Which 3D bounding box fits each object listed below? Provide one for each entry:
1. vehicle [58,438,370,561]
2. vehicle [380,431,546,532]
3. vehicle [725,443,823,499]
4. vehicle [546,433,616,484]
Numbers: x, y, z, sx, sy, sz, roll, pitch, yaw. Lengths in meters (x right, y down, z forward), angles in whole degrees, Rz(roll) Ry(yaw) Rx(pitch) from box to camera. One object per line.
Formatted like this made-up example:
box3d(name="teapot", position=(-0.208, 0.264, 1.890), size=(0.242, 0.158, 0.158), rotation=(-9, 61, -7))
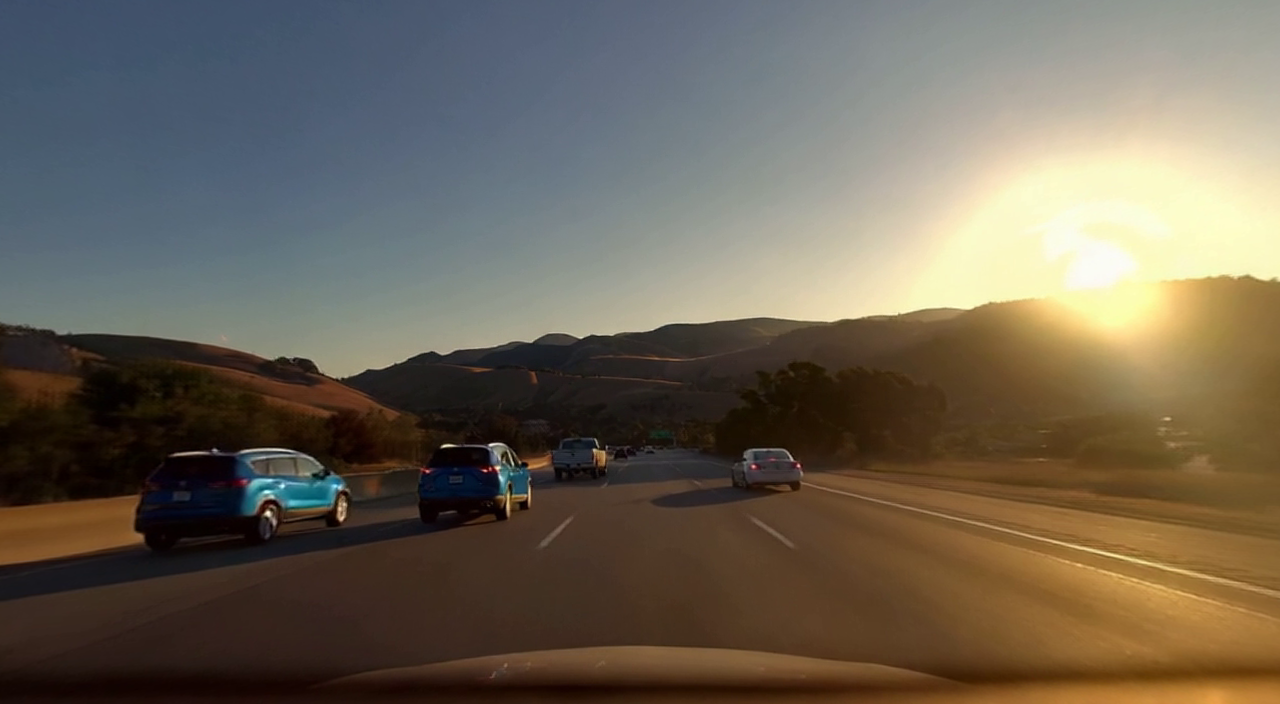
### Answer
box3d(name="vehicle", position=(-6.783, 2.354, 10.899), size=(2.084, 1.639, 4.648), rotation=(0, -9, 1))
box3d(name="vehicle", position=(-3.381, 2.565, 13.019), size=(2.080, 1.716, 4.207), rotation=(0, -9, 2))
box3d(name="vehicle", position=(4.095, 3.706, 20.069), size=(2.071, 1.570, 4.637), rotation=(0, -9, 0))
box3d(name="vehicle", position=(-2.582, 4.906, 29.260), size=(2.494, 2.136, 5.539), rotation=(0, -9, 2))
